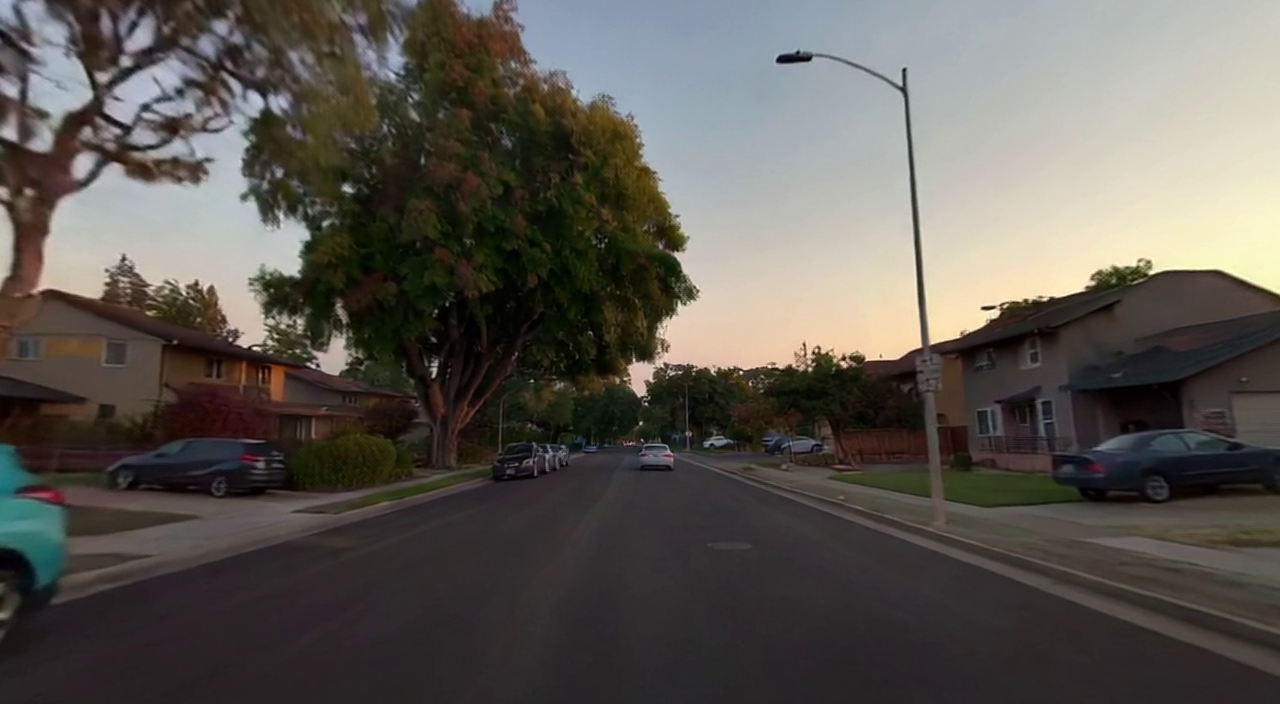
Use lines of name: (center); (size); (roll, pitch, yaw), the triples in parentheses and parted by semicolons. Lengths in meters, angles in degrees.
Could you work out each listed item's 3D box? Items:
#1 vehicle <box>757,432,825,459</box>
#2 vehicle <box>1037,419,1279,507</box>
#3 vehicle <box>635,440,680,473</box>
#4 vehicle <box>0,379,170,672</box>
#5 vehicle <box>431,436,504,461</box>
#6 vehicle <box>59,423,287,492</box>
vehicle: (10.005, 6.245, 42.141); (4.009, 1.747, 1.839); (0, -9, 0)
vehicle: (11.096, 2.205, 12.932); (4.592, 1.489, 1.919); (-2, -8, -1)
vehicle: (0.747, 4.959, 30.198); (2.000, 1.449, 4.006); (0, -8, -1)
vehicle: (-5.108, 0.983, 2.936); (2.126, 1.816, 4.796); (-3, -8, 1)
vehicle: (-13.029, 7.312, 47.896); (4.909, 1.869, 2.007); (-1, -9, 5)
vehicle: (-12.949, 2.950, 17.786); (4.765, 1.791, 1.941); (0, -9, -1)
